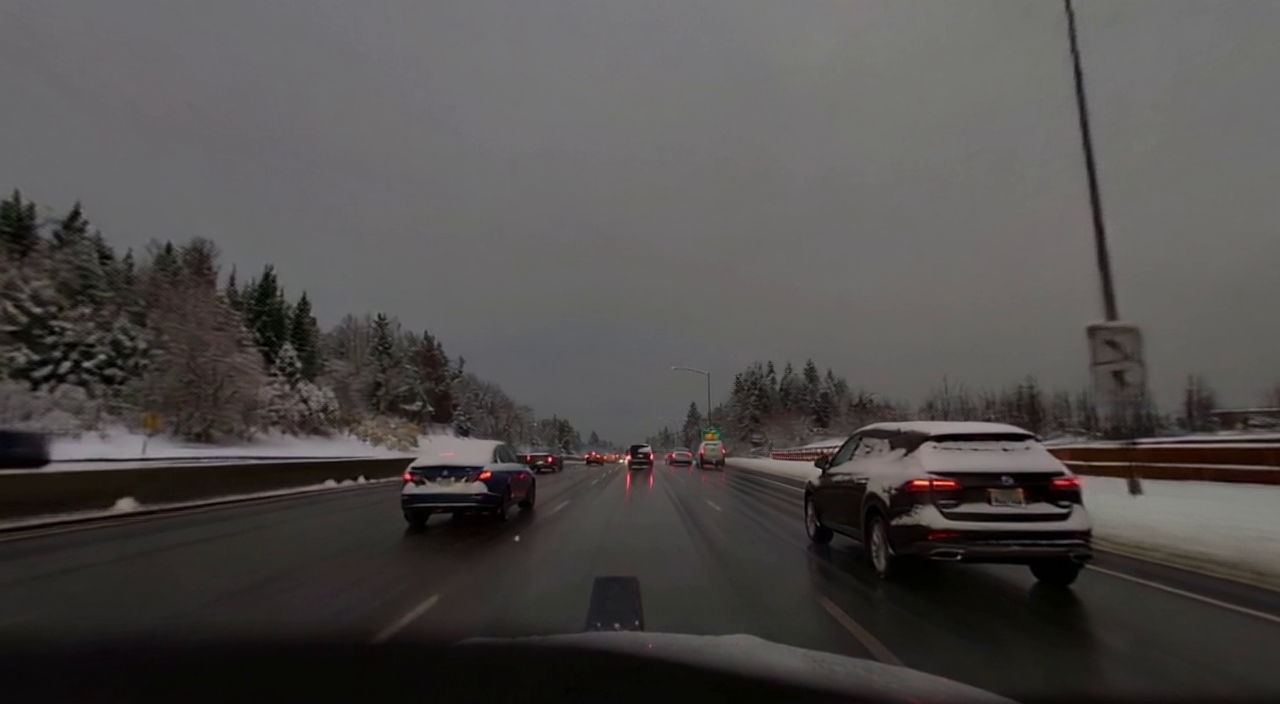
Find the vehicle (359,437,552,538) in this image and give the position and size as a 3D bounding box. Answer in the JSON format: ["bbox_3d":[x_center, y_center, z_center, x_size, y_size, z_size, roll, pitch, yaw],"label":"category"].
[{"bbox_3d":[-3.156,2.412,12.066,2.130,1.514,4.766,0,-8,1],"label":"vehicle"}]

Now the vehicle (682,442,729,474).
[{"bbox_3d":[3.802,6.249,37.476,2.320,1.735,4.408,0,-8,0],"label":"vehicle"}]

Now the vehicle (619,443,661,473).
[{"bbox_3d":[0.037,6.437,38.723,2.408,1.748,4.217,0,-8,1],"label":"vehicle"}]

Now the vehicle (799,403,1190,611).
[{"bbox_3d":[3.534,1.616,7.592,2.029,1.716,4.545,0,-8,0],"label":"vehicle"}]
